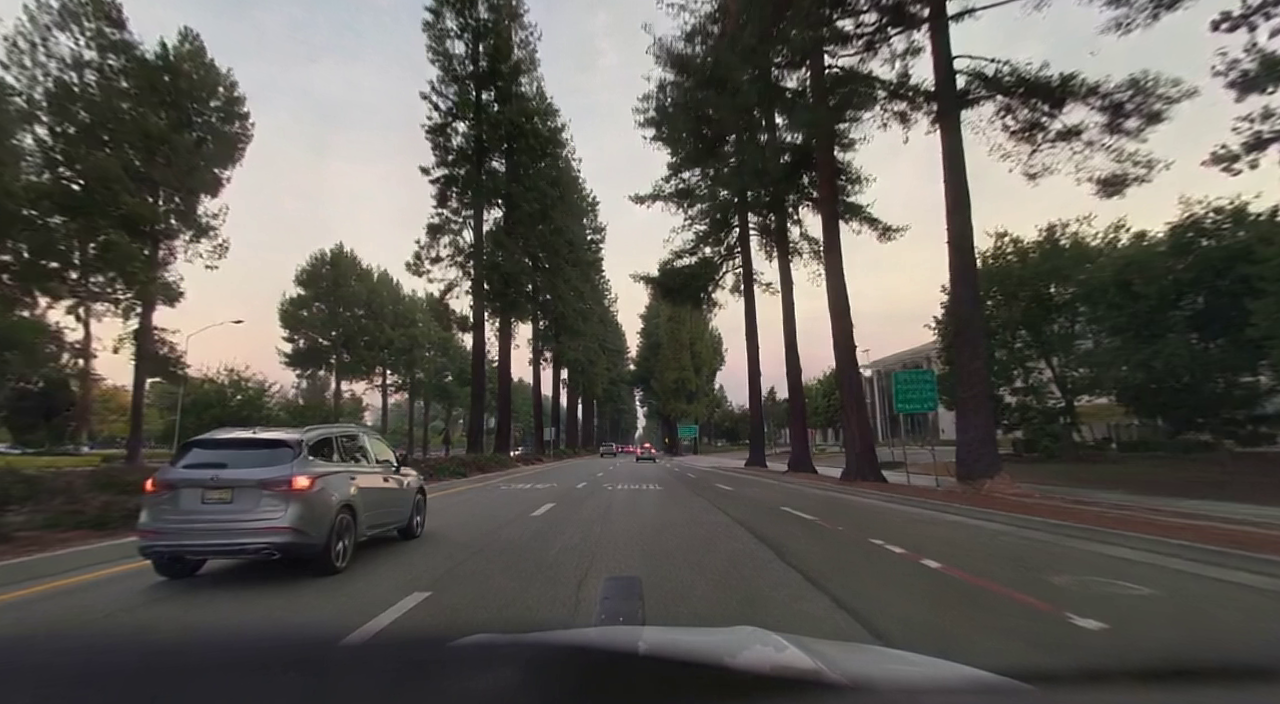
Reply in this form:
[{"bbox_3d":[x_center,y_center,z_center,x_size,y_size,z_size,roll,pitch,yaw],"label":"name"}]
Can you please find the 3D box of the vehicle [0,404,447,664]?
[{"bbox_3d":[-3.483,1.433,6.050,1.942,1.588,4.172,0,-9,0],"label":"vehicle"}]
